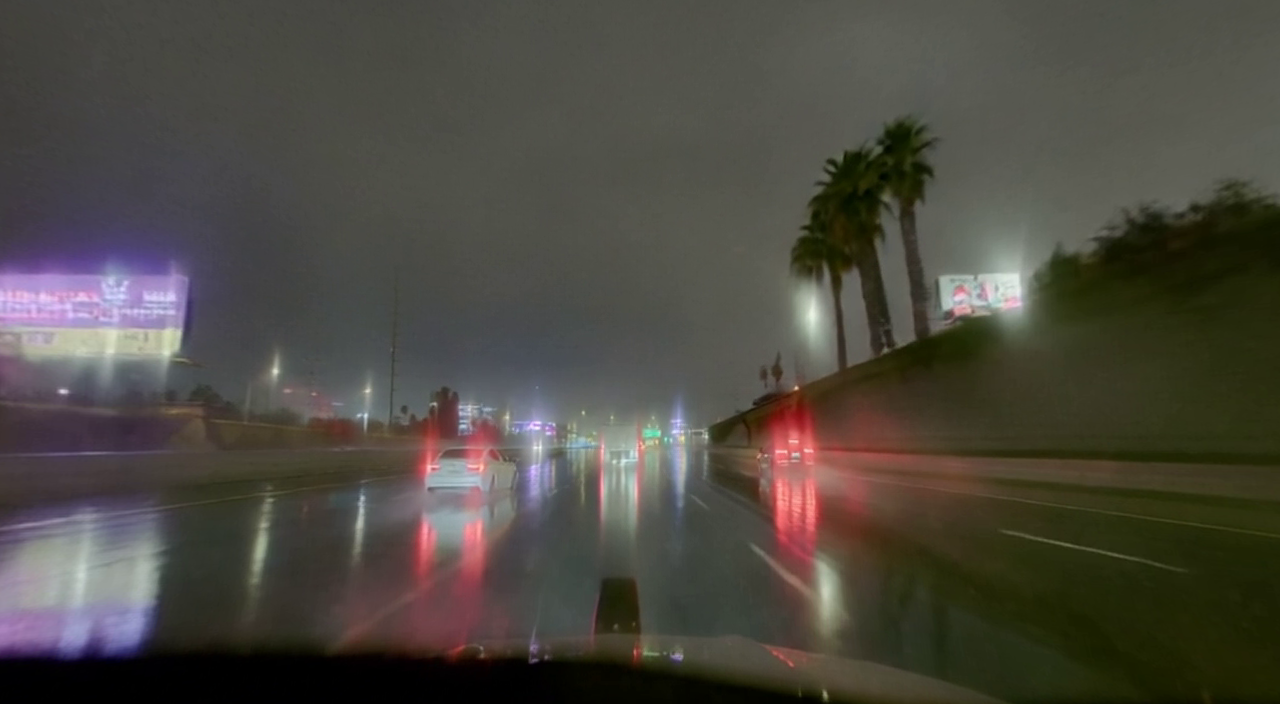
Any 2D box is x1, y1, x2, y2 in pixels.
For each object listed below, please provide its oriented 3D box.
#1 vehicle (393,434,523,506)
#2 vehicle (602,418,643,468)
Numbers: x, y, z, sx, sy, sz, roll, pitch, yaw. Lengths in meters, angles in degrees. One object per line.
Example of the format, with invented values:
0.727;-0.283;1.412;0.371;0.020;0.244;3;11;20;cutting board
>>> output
-4.545;3.012;16.667;2.021;1.598;4.887;0;-8;-1;vehicle
-1.122;5.807;40.286;2.364;2.953;6.495;0;-8;-2;vehicle
